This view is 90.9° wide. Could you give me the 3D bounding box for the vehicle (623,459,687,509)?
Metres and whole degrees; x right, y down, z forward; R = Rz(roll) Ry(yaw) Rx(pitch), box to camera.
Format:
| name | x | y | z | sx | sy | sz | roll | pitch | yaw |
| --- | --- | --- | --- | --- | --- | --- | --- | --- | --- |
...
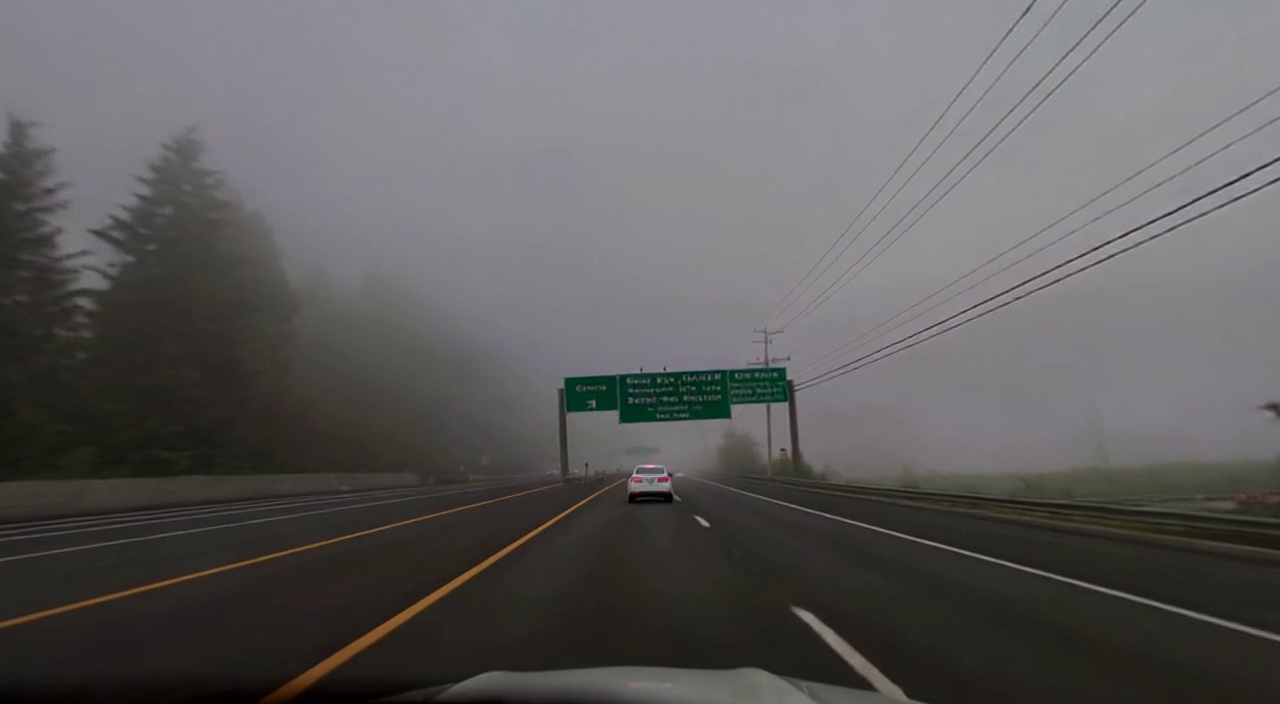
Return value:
| name | x | y | z | sx | sy | sz | roll | pitch | yaw |
| --- | --- | --- | --- | --- | --- | --- | --- | --- | --- |
| vehicle | 0.480 | 4.430 | 21.417 | 1.987 | 1.480 | 3.786 | 1 | -10 | 0 |
